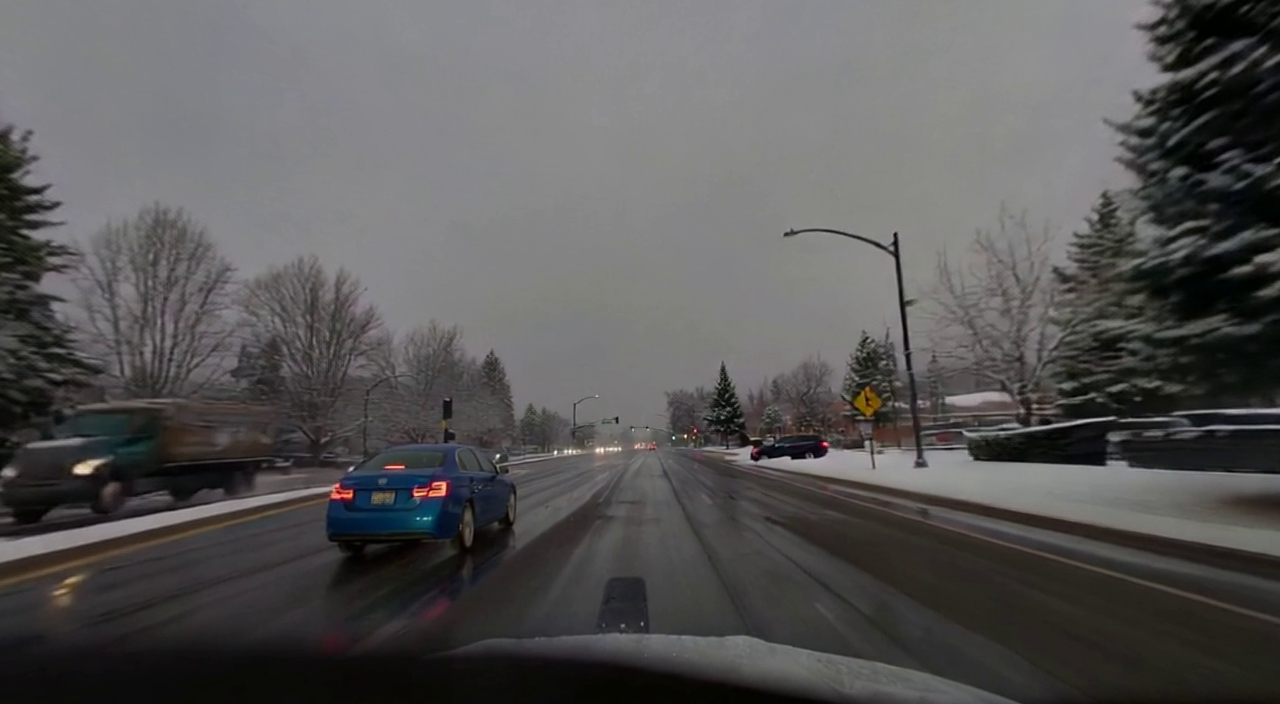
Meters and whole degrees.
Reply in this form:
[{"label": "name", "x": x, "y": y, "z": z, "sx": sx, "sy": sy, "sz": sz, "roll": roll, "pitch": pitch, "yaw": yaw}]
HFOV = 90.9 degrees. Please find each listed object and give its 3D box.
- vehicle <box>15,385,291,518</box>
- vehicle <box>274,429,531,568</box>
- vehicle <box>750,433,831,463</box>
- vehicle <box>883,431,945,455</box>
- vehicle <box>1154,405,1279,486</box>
[{"label": "vehicle", "x": -14.758, "y": 3.131, "z": 20.170, "sx": 2.826, "sy": 3.446, "sz": 7.237, "roll": -1, "pitch": -9, "yaw": 1}, {"label": "vehicle", "x": -2.978, "y": 1.932, "z": 9.128, "sx": 1.924, "sy": 1.480, "sz": 4.421, "roll": -1, "pitch": -8, "yaw": 1}, {"label": "vehicle", "x": 8.892, "y": 5.691, "z": 37.461, "sx": 4.511, "sy": 1.720, "sz": 2.131, "roll": -2, "pitch": -8, "yaw": 11}, {"label": "vehicle", "x": 17.565, "y": 5.875, "z": 40.616, "sx": 1.966, "sy": 1.451, "sz": 4.297, "roll": 0, "pitch": -9, "yaw": -1}, {"label": "vehicle", "x": 13.310, "y": 1.858, "z": 12.631, "sx": 4.133, "sy": 1.466, "sz": 2.103, "roll": 0, "pitch": -9, "yaw": 0}]
